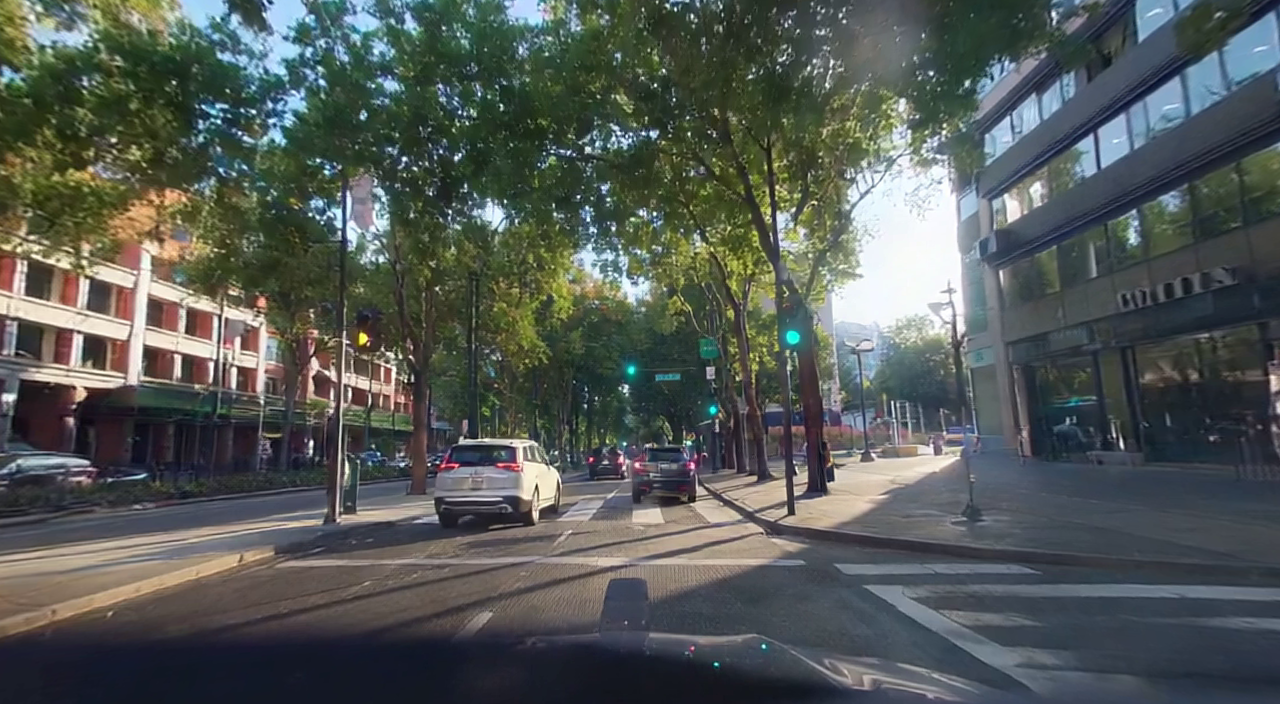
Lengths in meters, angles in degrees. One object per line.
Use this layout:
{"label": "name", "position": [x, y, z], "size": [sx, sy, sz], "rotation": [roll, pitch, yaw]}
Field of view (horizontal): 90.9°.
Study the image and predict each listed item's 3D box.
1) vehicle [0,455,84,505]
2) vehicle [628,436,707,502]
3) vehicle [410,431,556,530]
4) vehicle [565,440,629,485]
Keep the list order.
{"label": "vehicle", "position": [-27.292, 5.470, 27.060], "size": [2.126, 1.935, 5.034], "rotation": [0, -8, 2]}
{"label": "vehicle", "position": [0.783, 3.435, 18.907], "size": [2.120, 1.758, 3.917], "rotation": [0, -8, 2]}
{"label": "vehicle", "position": [-3.019, 2.551, 13.060], "size": [1.940, 1.722, 3.823], "rotation": [0, -8, 1]}
{"label": "vehicle", "position": [-1.853, 4.939, 28.627], "size": [2.220, 1.847, 4.587], "rotation": [-1, -8, 5]}
